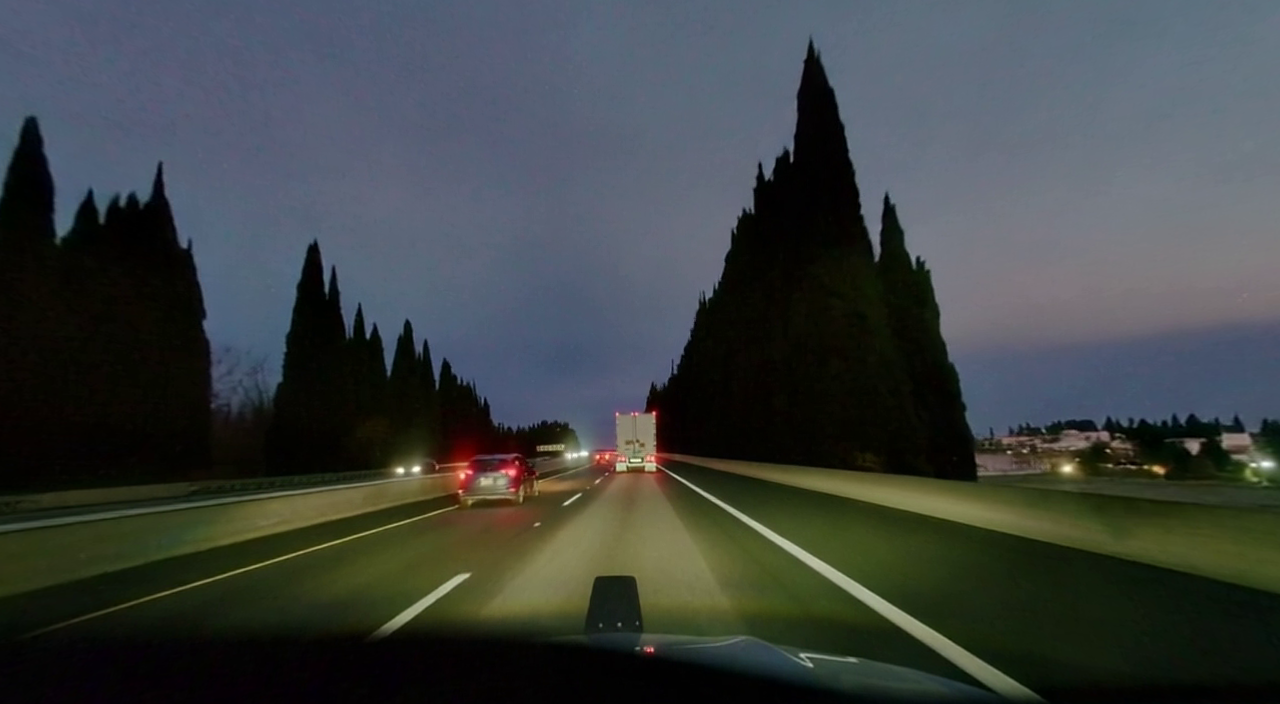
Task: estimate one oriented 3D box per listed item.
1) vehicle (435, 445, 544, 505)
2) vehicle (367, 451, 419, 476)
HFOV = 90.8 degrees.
[{"bbox_3d":[-4.074,3.406,17.869,1.968,1.460,4.227,0,-9,1],"label":"vehicle"},{"bbox_3d":[-17.197,7.765,44.129,1.896,1.641,4.116,0,-9,0],"label":"vehicle"}]
